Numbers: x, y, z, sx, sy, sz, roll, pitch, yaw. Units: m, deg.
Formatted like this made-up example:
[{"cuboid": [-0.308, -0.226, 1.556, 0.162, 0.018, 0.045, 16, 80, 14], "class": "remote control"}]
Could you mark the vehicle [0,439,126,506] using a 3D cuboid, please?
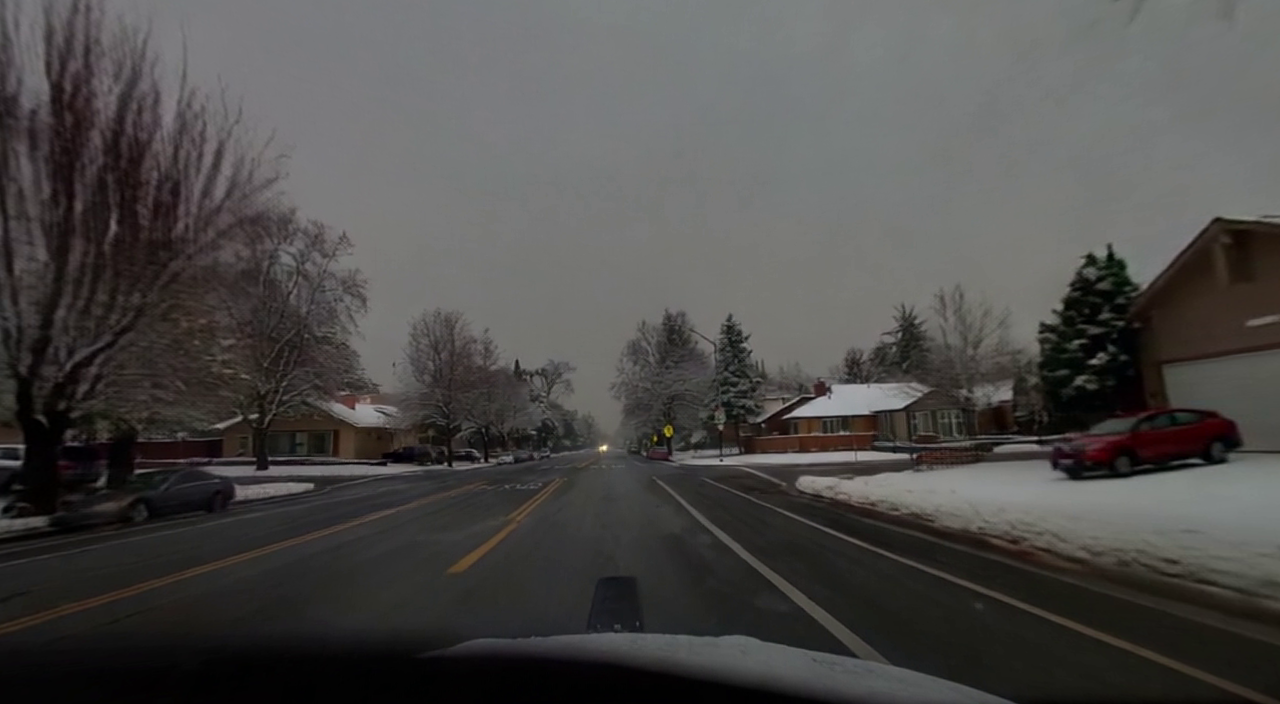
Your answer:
[{"cuboid": [-19.877, 3.852, 19.876, 5.560, 1.892, 2.099, -3, -9, 0], "class": "vehicle"}]

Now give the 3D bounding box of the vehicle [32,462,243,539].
[{"cuboid": [-12.039, 3.524, 15.584, 1.870, 1.451, 4.140, -1, -8, -2], "class": "vehicle"}]

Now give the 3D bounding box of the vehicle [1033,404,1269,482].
[{"cuboid": [11.880, 2.127, 14.823, 4.216, 1.634, 1.999, 2, -9, -13], "class": "vehicle"}]
